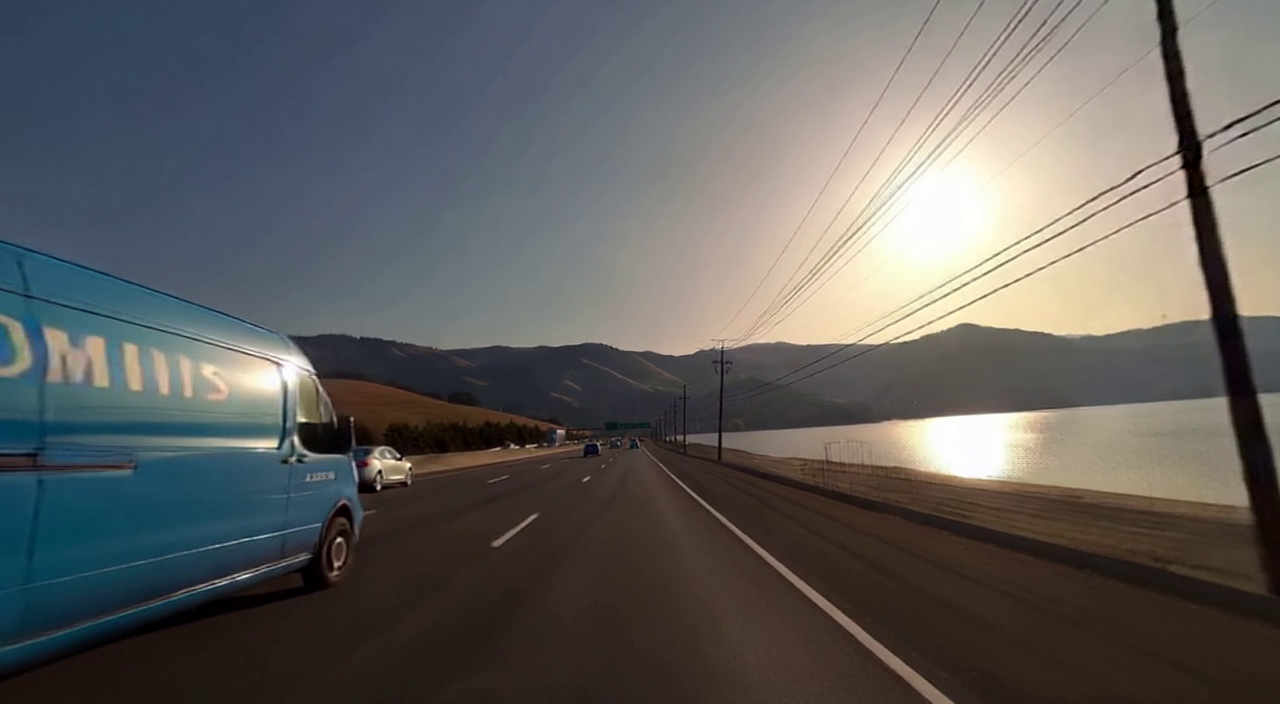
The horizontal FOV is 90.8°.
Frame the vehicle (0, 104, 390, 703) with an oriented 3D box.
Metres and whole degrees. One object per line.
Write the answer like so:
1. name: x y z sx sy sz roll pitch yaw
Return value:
1. vehicle: -3.826 0.463 3.288 2.331 2.757 6.581 0 -8 0
